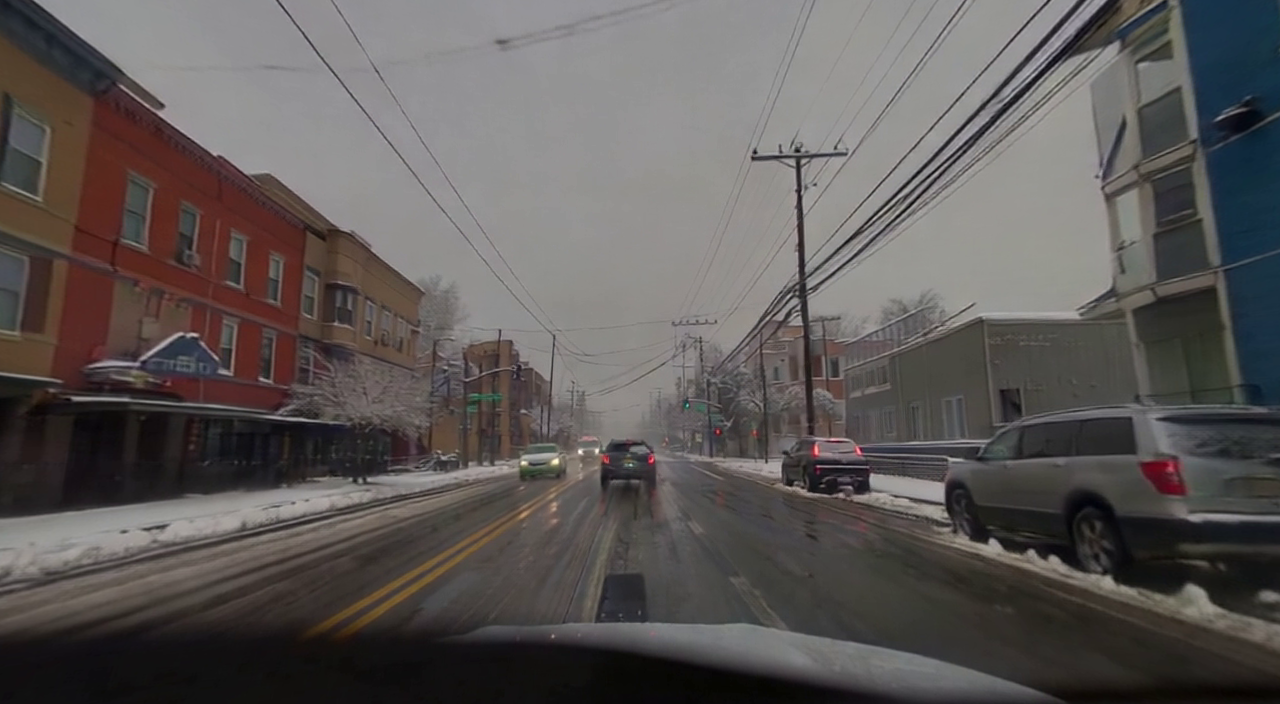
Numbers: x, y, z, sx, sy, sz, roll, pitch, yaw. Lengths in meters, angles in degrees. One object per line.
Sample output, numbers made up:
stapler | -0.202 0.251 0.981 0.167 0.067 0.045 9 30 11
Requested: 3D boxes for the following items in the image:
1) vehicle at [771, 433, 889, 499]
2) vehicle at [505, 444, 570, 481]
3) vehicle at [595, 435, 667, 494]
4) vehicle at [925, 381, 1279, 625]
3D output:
vehicle | 6.166 3.765 21.413 2.197 1.917 5.637 0 -8 -1
vehicle | -4.459 4.872 28.210 2.181 1.500 4.319 0 -8 0
vehicle | -0.267 3.416 19.486 1.980 1.635 3.795 0 -8 0
vehicle | 6.134 1.713 8.300 2.208 2.106 5.496 0 -9 0
